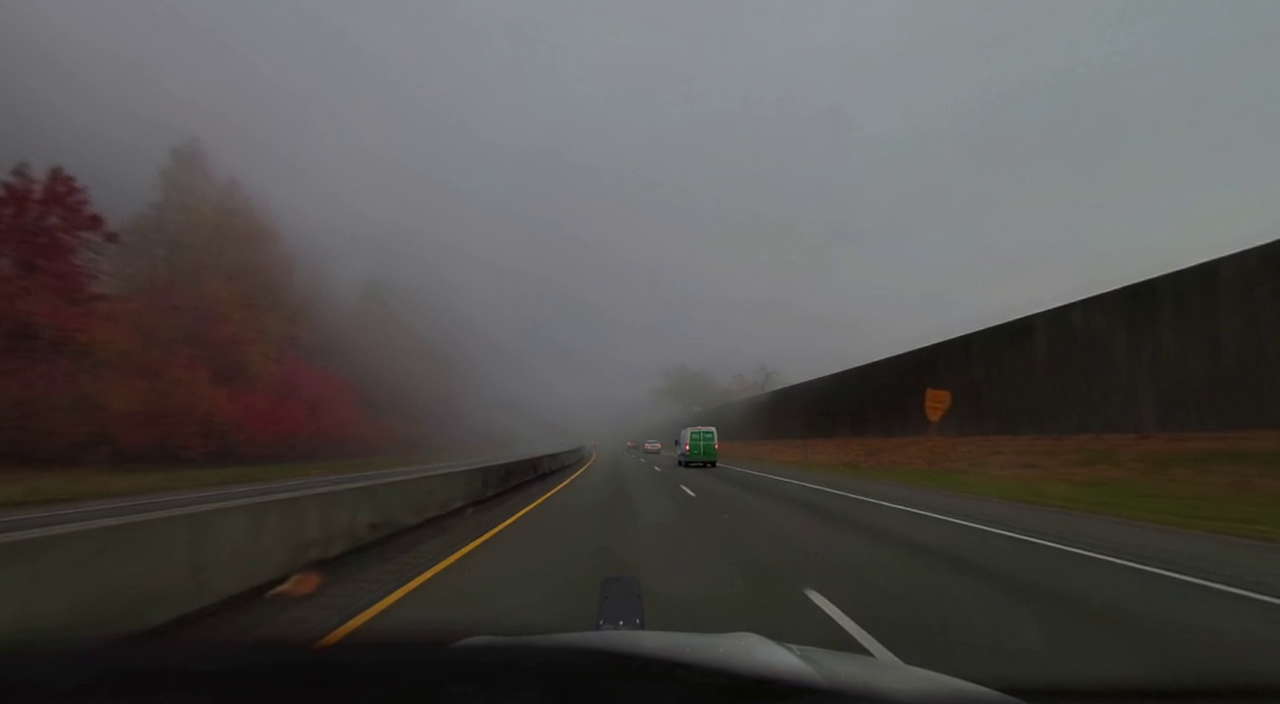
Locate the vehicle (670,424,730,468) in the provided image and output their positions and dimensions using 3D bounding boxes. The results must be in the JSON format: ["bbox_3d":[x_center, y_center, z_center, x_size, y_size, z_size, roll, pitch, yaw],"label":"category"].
[{"bbox_3d":[3.000,4.858,32.620,2.393,2.072,4.958,1,-8,-3],"label":"vehicle"}]
